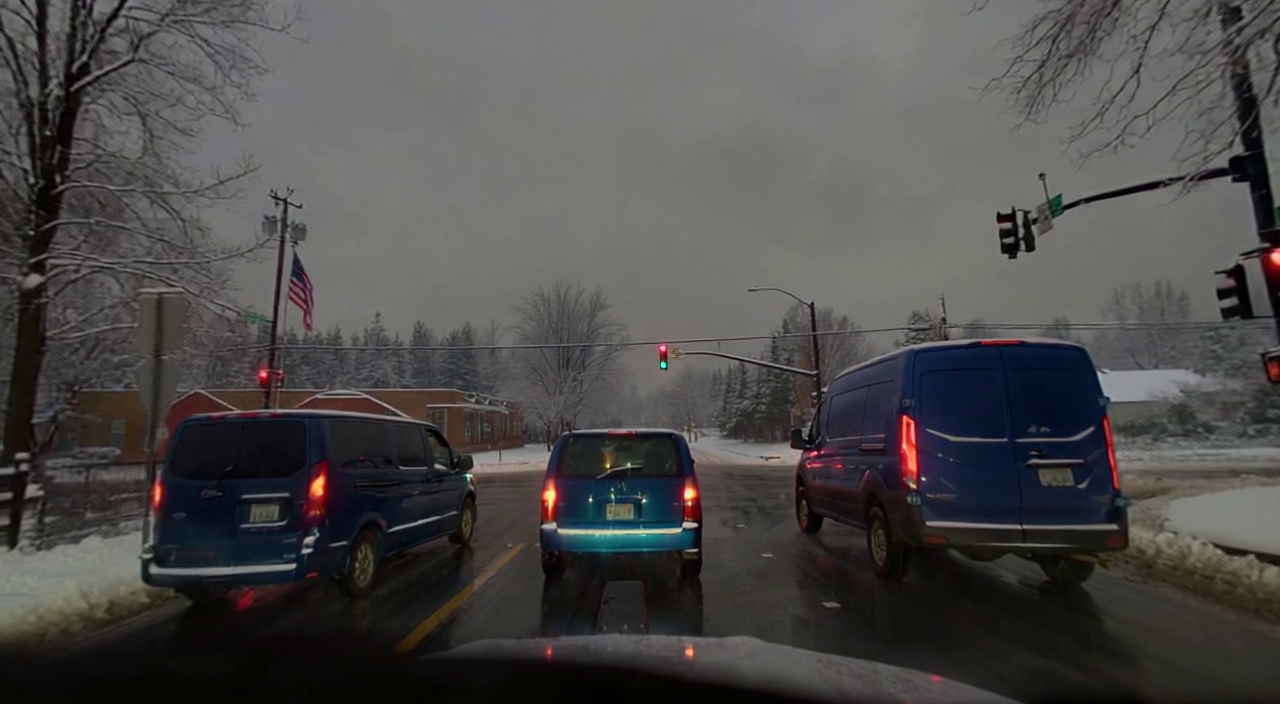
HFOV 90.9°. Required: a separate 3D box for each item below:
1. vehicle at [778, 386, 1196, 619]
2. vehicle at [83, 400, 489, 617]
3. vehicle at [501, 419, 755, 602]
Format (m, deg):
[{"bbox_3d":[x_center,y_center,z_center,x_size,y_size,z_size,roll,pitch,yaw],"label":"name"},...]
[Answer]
[{"bbox_3d":[3.096,1.465,7.024,2.178,1.746,4.400,0,-9,1],"label":"vehicle"},{"bbox_3d":[-3.298,1.528,7.038,2.024,1.677,3.998,-1,-9,3],"label":"vehicle"},{"bbox_3d":[-0.136,1.622,7.342,2.098,1.494,4.118,0,-9,-1],"label":"vehicle"}]
